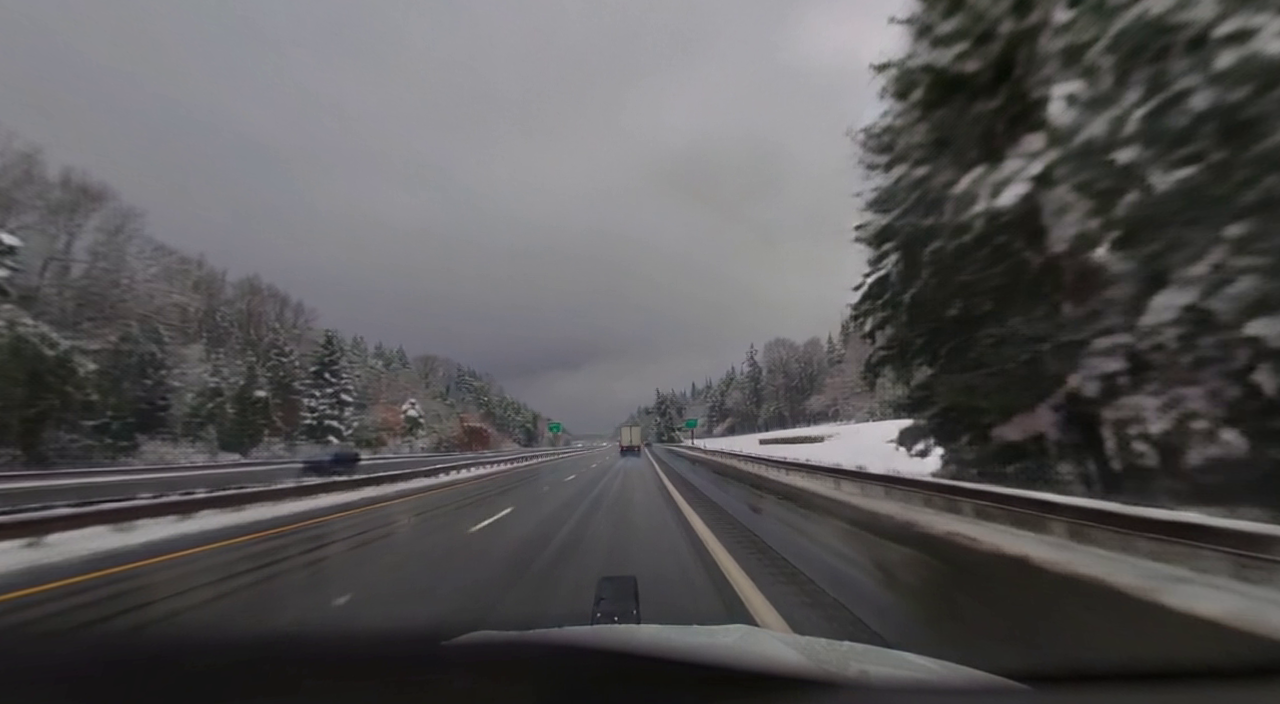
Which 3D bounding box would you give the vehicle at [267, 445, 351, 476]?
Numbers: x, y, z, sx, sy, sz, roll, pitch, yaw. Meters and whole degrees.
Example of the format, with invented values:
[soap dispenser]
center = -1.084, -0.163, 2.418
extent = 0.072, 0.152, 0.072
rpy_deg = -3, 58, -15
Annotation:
[vehicle]
center = -17.360, 5.674, 33.307
extent = 1.897, 1.479, 4.598
rpy_deg = -1, -8, 1
